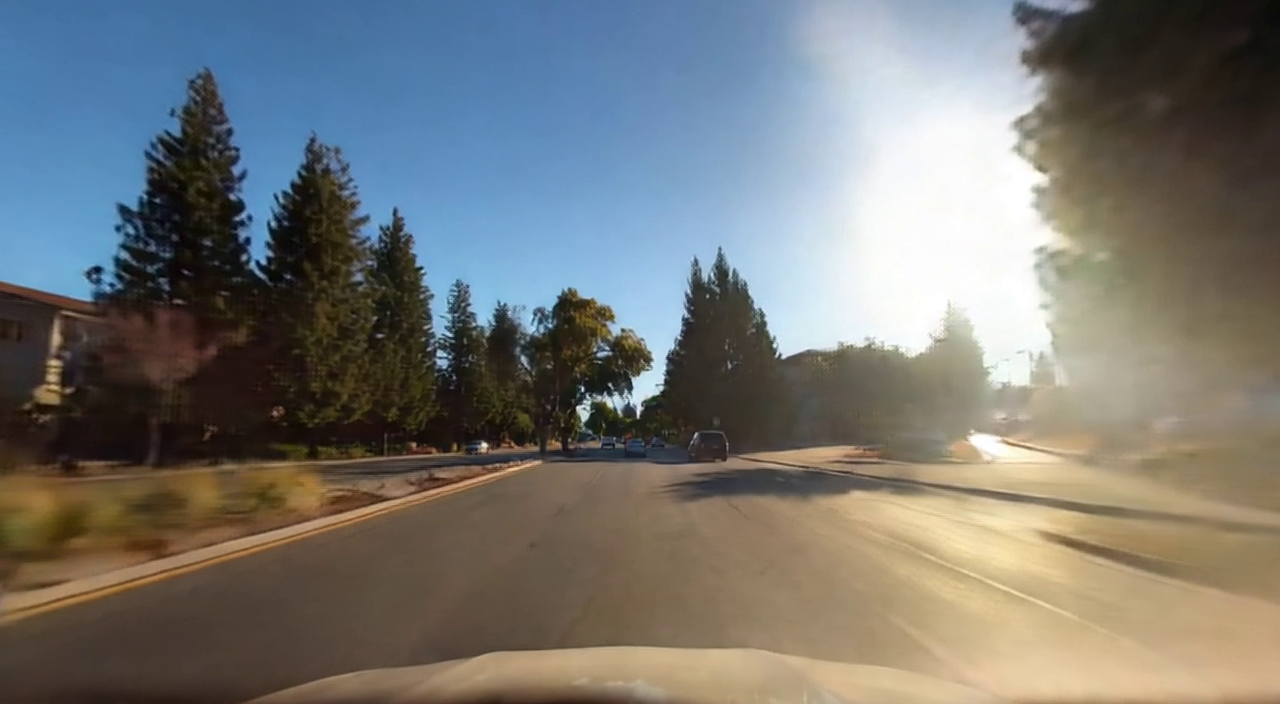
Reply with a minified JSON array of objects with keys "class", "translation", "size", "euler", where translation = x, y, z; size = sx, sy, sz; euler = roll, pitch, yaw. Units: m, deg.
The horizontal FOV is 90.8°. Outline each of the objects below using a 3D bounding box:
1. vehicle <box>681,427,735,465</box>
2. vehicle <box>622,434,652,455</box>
[{"class":"vehicle","translation":[3.387,4.807,32.292],"size":[2.181,1.781,4.257],"euler":[0,-8,-1]},{"class":"vehicle","translation":[-0.250,6.691,45.518],"size":[2.039,1.455,3.826],"euler":[0,-8,-1]}]
